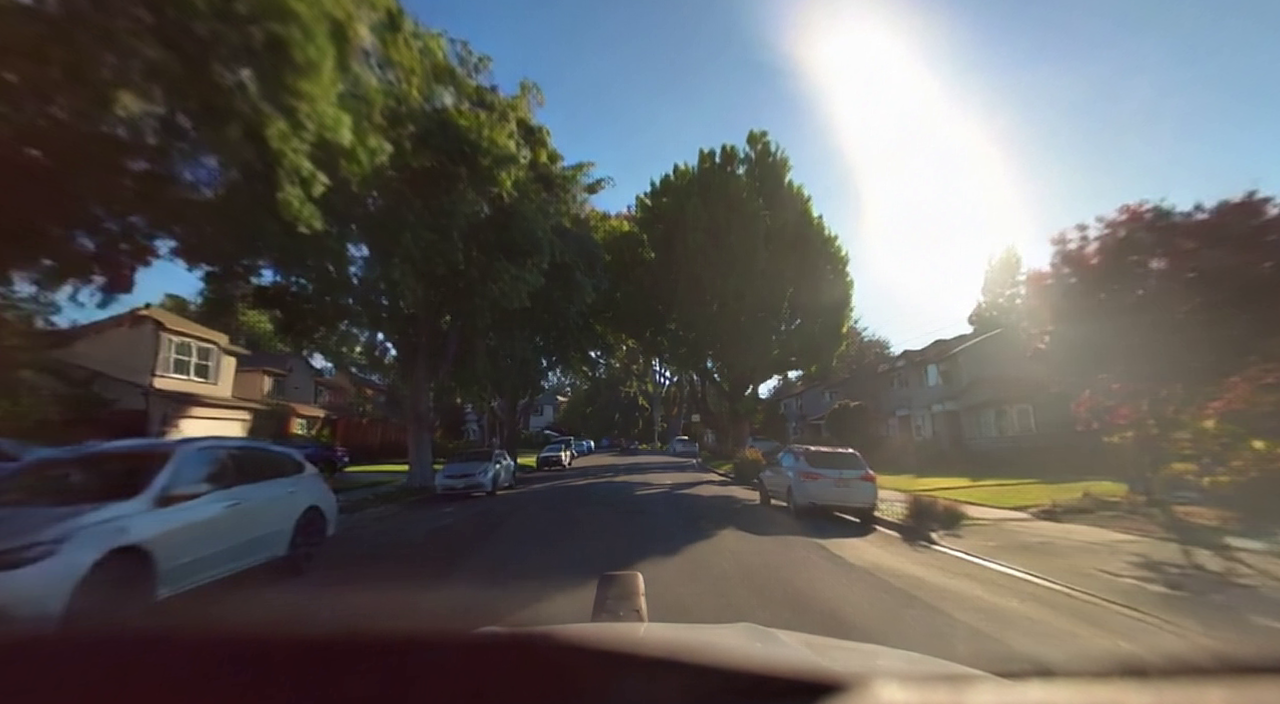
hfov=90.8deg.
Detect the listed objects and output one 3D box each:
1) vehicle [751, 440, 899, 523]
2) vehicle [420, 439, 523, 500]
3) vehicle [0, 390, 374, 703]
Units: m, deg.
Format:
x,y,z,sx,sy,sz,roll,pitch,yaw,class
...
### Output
x,y,z,sx,sy,sz,roll,pitch,yaw,class
3.736,2.676,13.596,1.945,1.495,3.983,0,-9,0,vehicle
-5.017,3.544,19.527,1.887,1.660,4.312,0,-9,1,vehicle
-4.618,1.413,5.894,2.140,1.815,4.926,0,-7,0,vehicle
